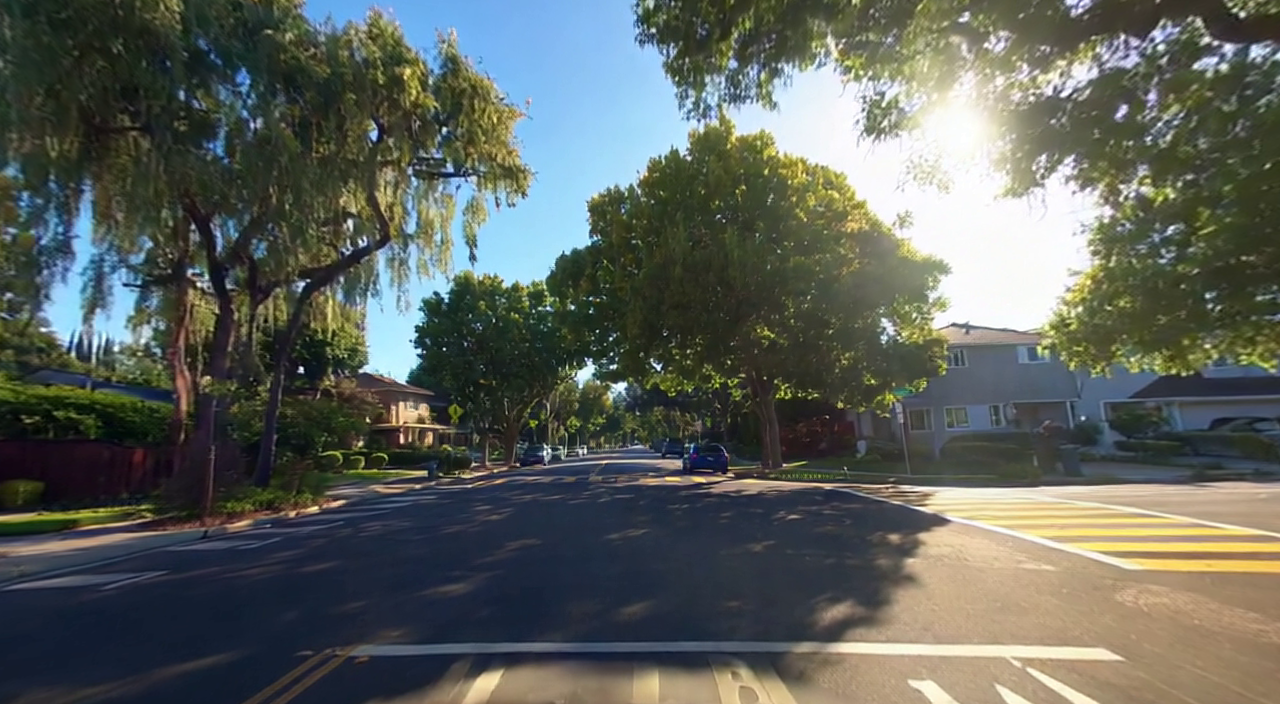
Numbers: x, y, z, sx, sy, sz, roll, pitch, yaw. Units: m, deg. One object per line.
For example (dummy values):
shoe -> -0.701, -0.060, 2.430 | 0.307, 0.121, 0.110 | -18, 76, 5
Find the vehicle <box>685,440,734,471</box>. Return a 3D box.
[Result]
vehicle -> 3.583, 5.427, 33.384 | 1.961, 1.472, 4.434 | 0, -8, -2
